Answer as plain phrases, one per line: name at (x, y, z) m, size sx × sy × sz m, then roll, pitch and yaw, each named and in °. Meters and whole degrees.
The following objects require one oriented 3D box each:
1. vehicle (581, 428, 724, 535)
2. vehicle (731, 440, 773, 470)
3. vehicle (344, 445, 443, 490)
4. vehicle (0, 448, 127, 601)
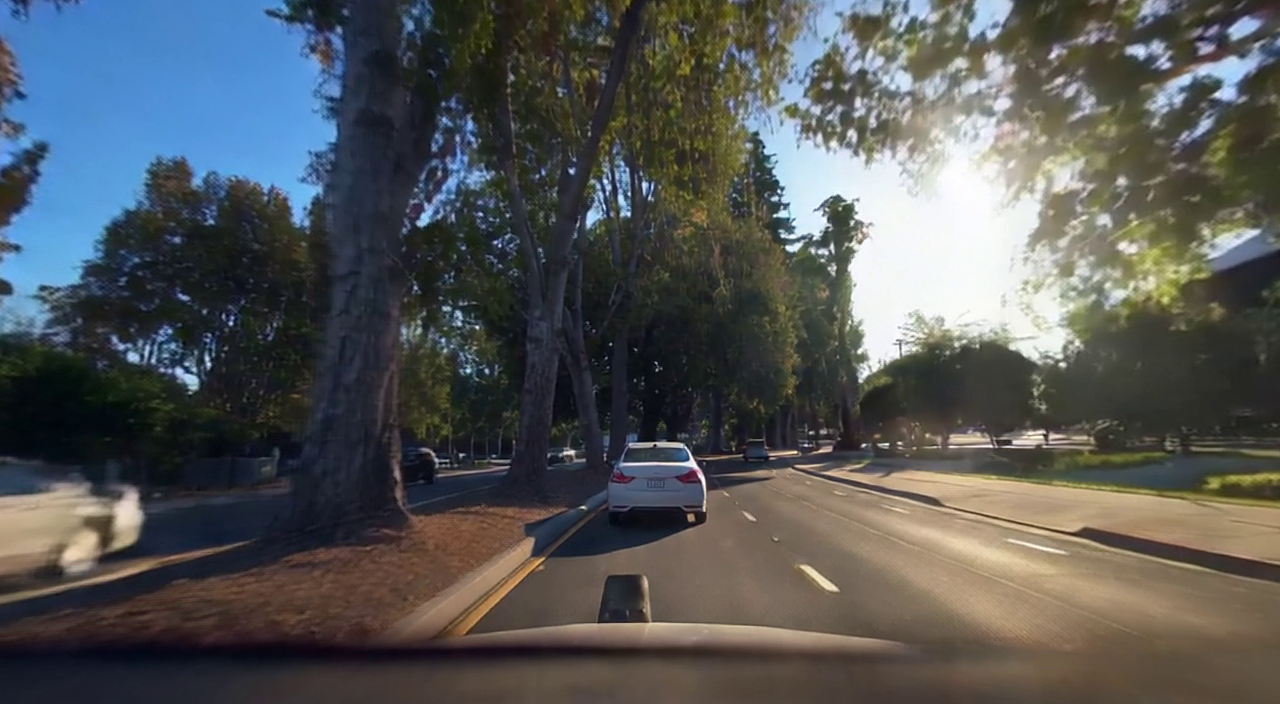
vehicle at (0.239, 2.254, 11.571) m, size 2.154 × 1.585 × 3.997 m, roll -1°, pitch -8°, yaw 2°
vehicle at (6.049, 5.585, 34.514) m, size 1.984 × 1.507 × 4.359 m, roll -1°, pitch -8°, yaw 6°
vehicle at (-10.365, 4.870, 26.992) m, size 2.068 × 1.688 × 4.665 m, roll -1°, pitch -8°, yaw 4°
vehicle at (-7.259, 1.589, 5.395) m, size 1.929 × 1.463 × 4.405 m, roll -1°, pitch -8°, yaw 2°
